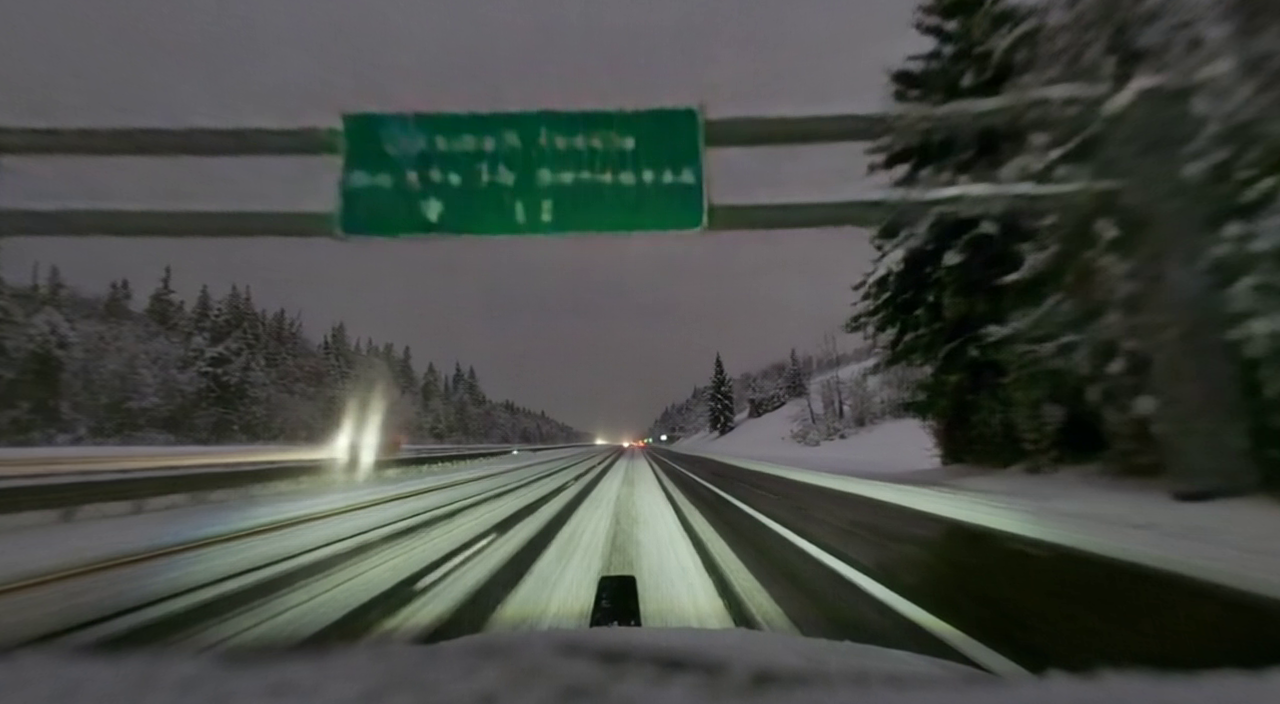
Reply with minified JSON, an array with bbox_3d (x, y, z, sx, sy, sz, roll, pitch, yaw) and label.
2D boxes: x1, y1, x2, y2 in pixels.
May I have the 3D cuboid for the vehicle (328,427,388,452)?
[{"bbox_3d":[-17.316,5.418,38.828,1.821,1.413,4.027,-1,-8,1],"label":"vehicle"}]
